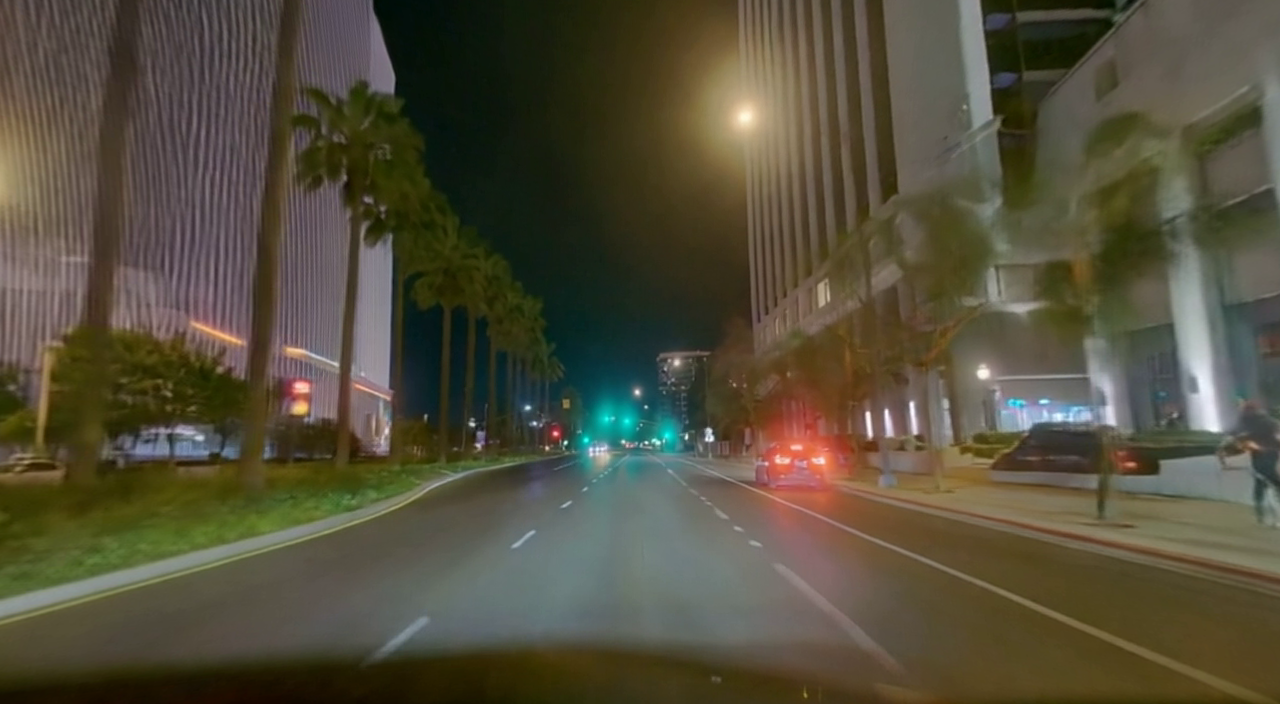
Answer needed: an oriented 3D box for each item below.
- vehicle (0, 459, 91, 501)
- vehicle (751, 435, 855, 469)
[{"bbox_3d":[-23.932,4.866,24.212,1.751,1.424,4.506,0,-8,0],"label":"vehicle"},{"bbox_3d":[8.587,5.323,33.624,4.871,1.708,2.144,0,-9,-2],"label":"vehicle"}]
